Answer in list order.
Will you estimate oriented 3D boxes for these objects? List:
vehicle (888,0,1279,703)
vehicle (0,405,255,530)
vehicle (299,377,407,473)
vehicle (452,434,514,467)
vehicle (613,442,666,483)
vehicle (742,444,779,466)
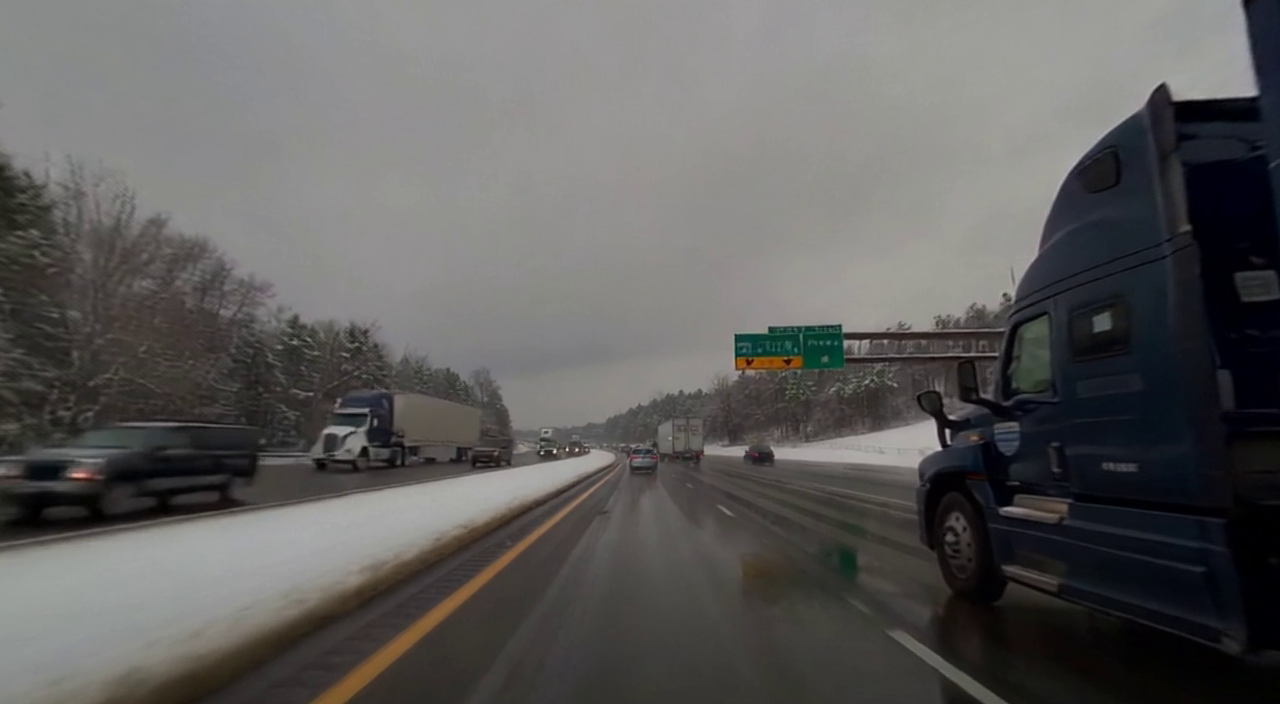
[{"bbox_3d":[3.612,0.149,1.813,2.975,2.936,6.573,0,-9,-1],"label":"vehicle"},{"bbox_3d":[-7.868,1.666,9.451,1.740,1.474,3.855,0,-9,-1],"label":"vehicle"},{"bbox_3d":[-12.179,3.178,27.087,3.045,3.890,2.977,0,-9,0],"label":"vehicle"},{"bbox_3d":[-7.982,5.063,32.386,2.003,1.558,4.213,0,-9,1],"label":"vehicle"},{"bbox_3d":[-0.029,4.695,26.970,2.111,1.599,3.859,0,-9,0],"label":"vehicle"},{"bbox_3d":[9.474,8.118,49.815,1.902,1.652,3.995,0,-9,-2],"label":"vehicle"}]
